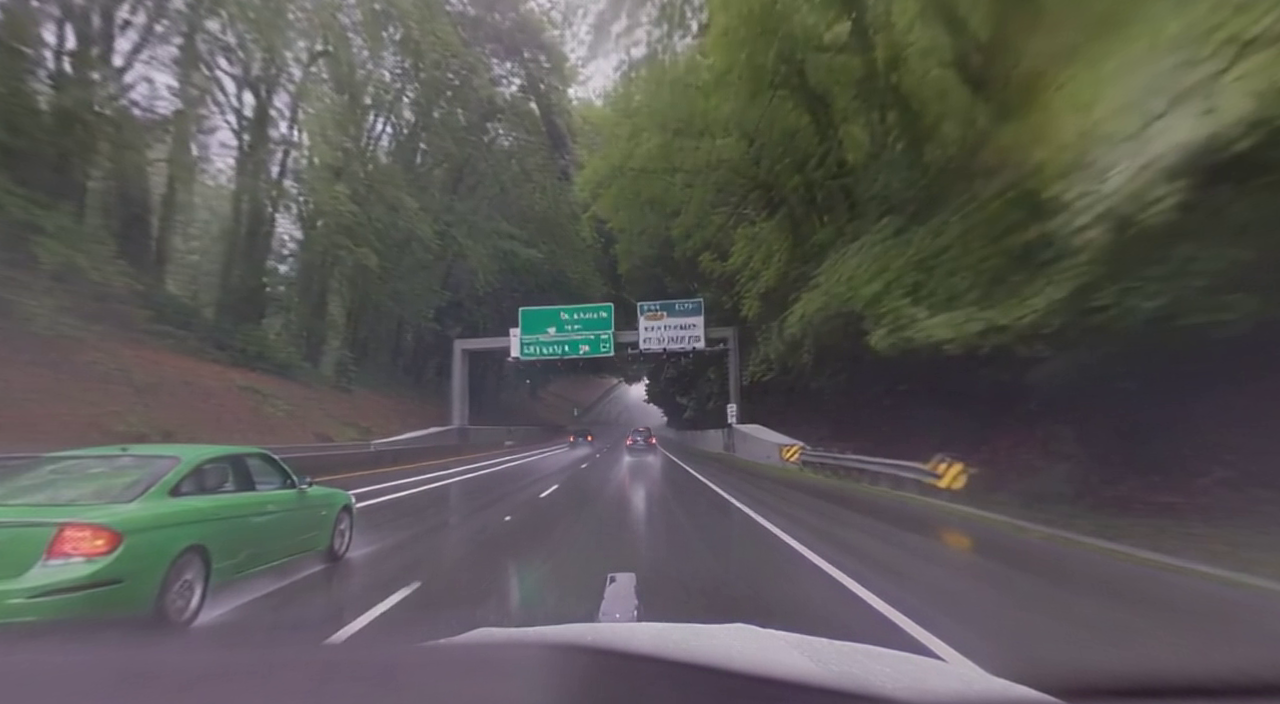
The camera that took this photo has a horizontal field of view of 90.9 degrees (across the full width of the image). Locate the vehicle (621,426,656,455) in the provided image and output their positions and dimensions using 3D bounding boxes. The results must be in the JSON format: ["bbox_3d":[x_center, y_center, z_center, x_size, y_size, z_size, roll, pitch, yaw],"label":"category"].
[{"bbox_3d":[-0.105,5.771,41.152,2.170,1.790,4.490,0,-8,-1],"label":"vehicle"}]

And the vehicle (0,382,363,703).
[{"bbox_3d":[-3.924,1.124,4.641,1.958,1.486,3.988,0,-8,0],"label":"vehicle"}]

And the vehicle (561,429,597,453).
[{"bbox_3d":[-4.269,6.304,44.590,2.055,1.610,4.116,0,-8,1],"label":"vehicle"}]
